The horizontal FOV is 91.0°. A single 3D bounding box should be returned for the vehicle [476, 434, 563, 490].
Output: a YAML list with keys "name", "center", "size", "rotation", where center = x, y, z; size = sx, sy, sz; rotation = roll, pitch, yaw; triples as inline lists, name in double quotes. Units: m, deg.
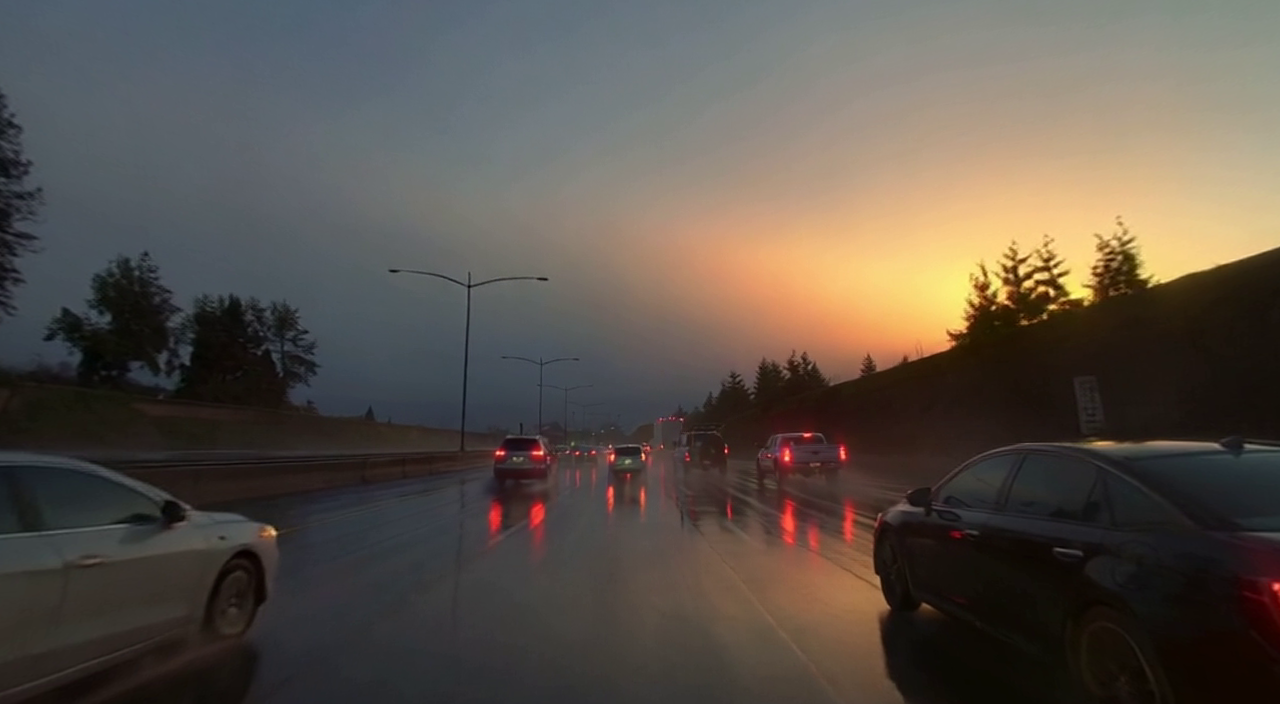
- name: "vehicle"
  center: [-4.195, 3.921, 22.848]
  size: [2.176, 1.783, 4.799]
  rotation: [0, -9, 0]

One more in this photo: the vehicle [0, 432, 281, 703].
- name: "vehicle"
  center: [-4.120, 1.128, 3.237]
  size: [1.947, 1.424, 4.264]
  rotation: [0, -9, 1]

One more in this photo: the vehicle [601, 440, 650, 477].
- name: "vehicle"
  center: [-0.668, 5.182, 30.805]
  size: [2.235, 1.682, 4.094]
  rotation: [0, -9, -1]

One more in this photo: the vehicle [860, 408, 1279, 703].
- name: "vehicle"
  center: [3.055, 1.187, 3.590]
  size: [2.031, 1.504, 4.327]
  rotation: [0, -9, 0]

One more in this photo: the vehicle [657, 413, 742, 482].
- name: "vehicle"
  center: [3.007, 5.472, 36.304]
  size: [3.426, 3.279, 12.313]
  rotation: [0, -9, -1]
